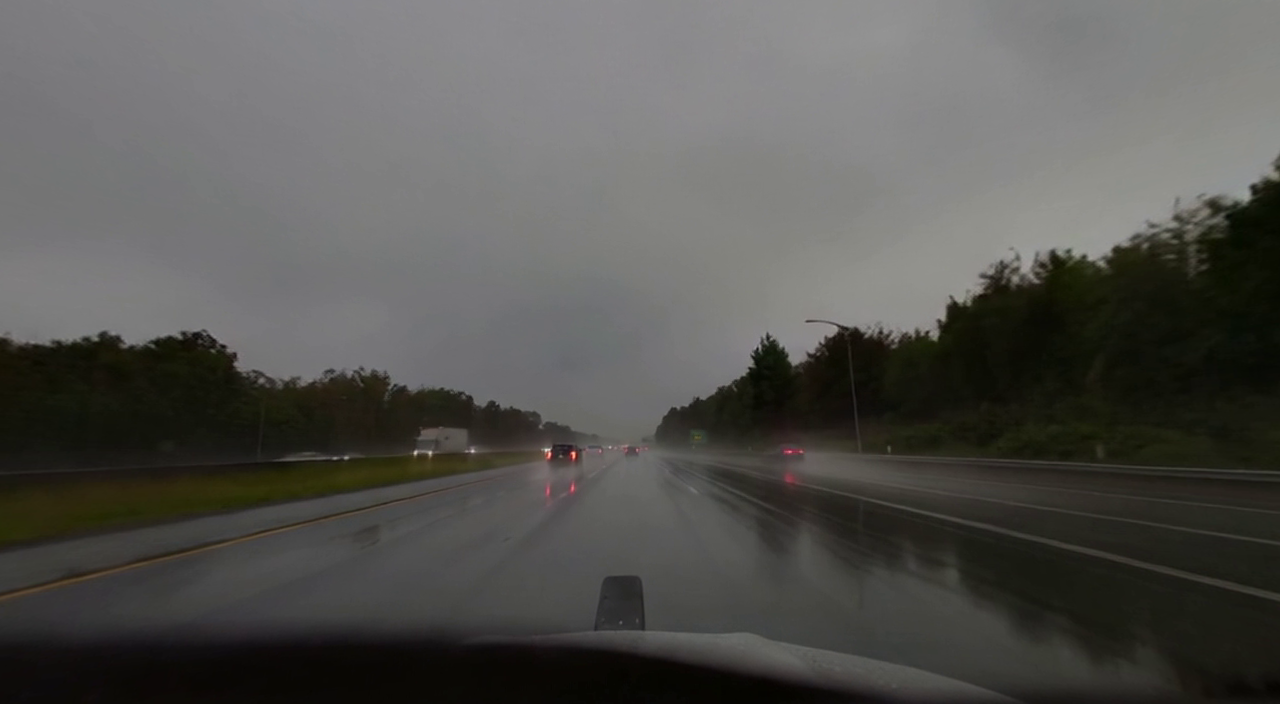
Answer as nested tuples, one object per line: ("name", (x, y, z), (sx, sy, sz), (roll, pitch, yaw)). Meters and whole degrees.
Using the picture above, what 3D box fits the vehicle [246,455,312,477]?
("vehicle", (-26.390, 8.342, 46.377), (1.914, 1.493, 4.841), (0, -9, 1))

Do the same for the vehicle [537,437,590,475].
("vehicle", (-3.799, 5.246, 32.104), (2.114, 1.774, 4.427), (0, -9, 0))
